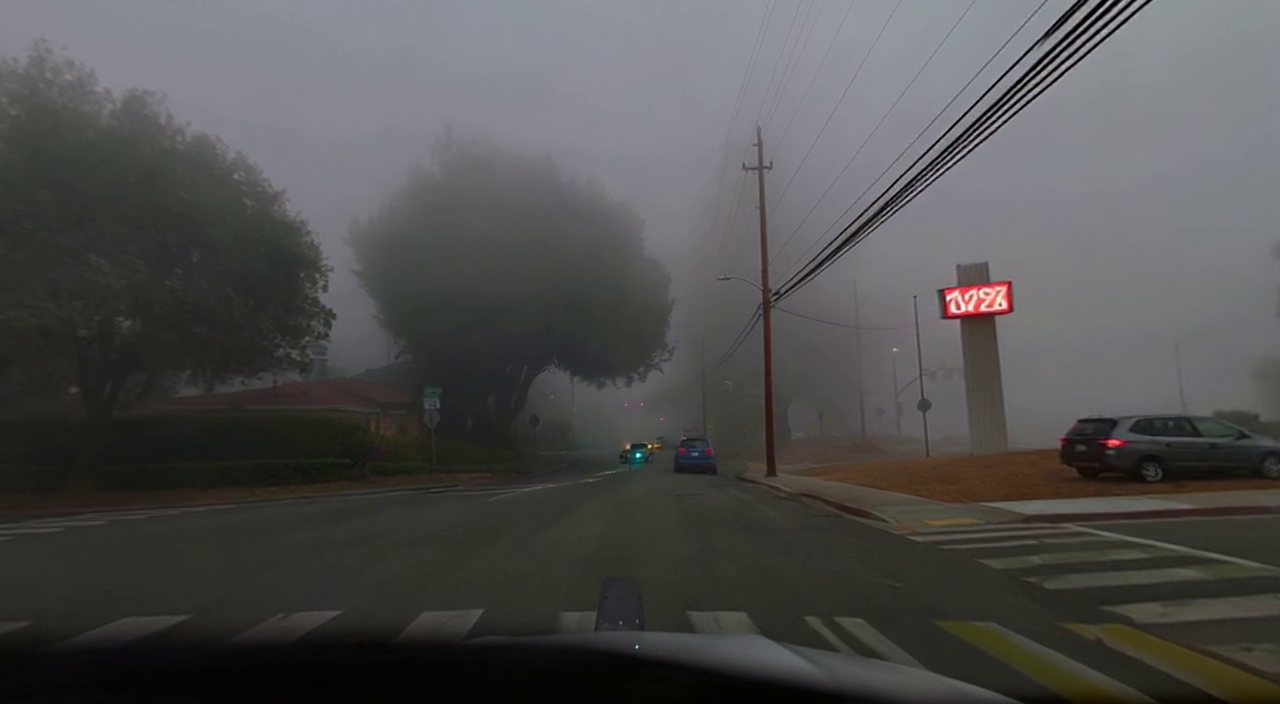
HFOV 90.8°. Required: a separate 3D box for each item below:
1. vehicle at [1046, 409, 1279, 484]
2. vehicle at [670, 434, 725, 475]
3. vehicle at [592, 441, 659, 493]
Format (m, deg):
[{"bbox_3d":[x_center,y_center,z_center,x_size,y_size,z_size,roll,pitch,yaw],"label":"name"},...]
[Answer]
[{"bbox_3d":[13.352,2.418,16.118,4.518,1.764,2.014,-1,-9,2],"label":"vehicle"},{"bbox_3d":[2.899,5.248,32.580,2.553,1.868,5.536,-1,-8,4],"label":"vehicle"},{"bbox_3d":[-0.533,3.513,19.702,1.874,1.427,3.976,0,-9,-4],"label":"vehicle"}]
